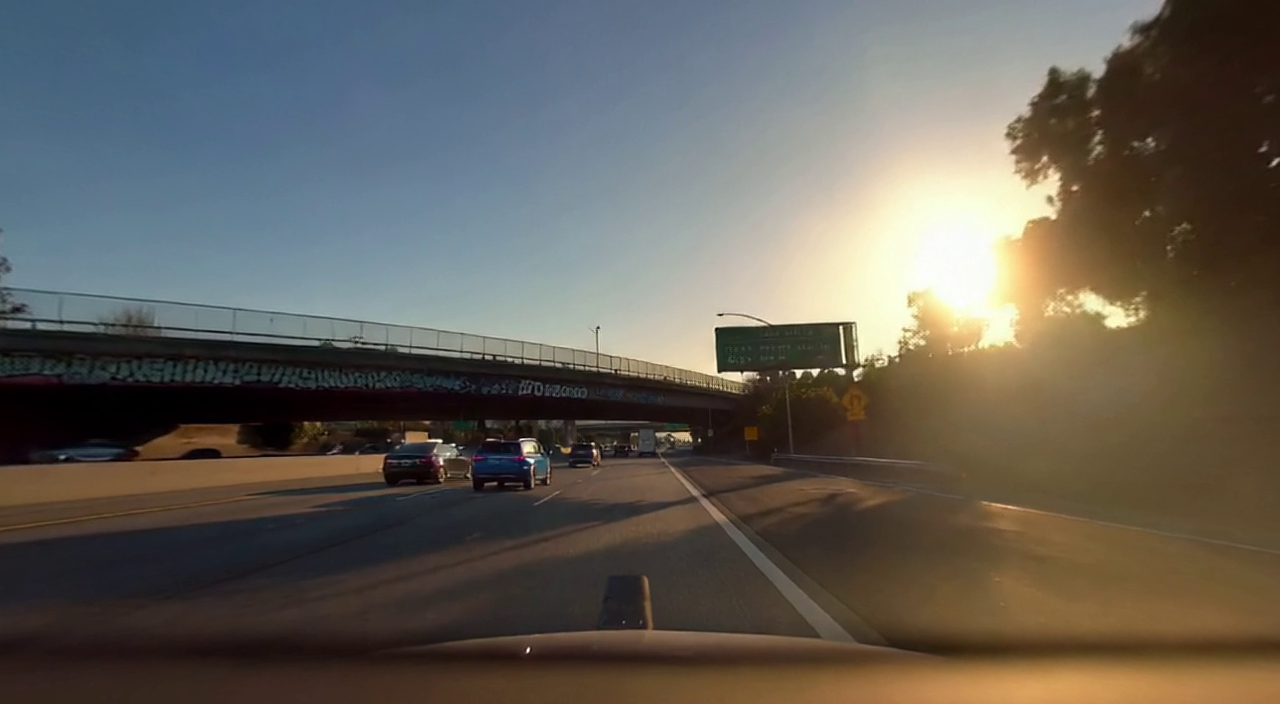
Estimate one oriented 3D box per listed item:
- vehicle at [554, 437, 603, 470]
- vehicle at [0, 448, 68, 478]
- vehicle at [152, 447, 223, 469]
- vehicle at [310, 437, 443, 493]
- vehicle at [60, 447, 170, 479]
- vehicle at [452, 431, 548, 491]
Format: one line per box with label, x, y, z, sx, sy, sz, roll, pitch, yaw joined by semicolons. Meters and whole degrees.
vehicle;-3.314;5.575;34.608;2.154;1.693;4.394;1;-9;1
vehicle;-35.104;6.172;35.062;1.876;1.525;4.675;1;-9;0
vehicle;-34.704;8.118;48.322;1.856;1.611;4.750;0;-9;1
vehicle;-7.746;3.353;19.056;1.917;1.449;4.727;1;-9;1
vehicle;-27.627;5.805;33.239;1.879;1.550;4.421;0;-9;1
vehicle;-4.189;3.323;19.450;1.969;1.633;3.962;1;-9;1
